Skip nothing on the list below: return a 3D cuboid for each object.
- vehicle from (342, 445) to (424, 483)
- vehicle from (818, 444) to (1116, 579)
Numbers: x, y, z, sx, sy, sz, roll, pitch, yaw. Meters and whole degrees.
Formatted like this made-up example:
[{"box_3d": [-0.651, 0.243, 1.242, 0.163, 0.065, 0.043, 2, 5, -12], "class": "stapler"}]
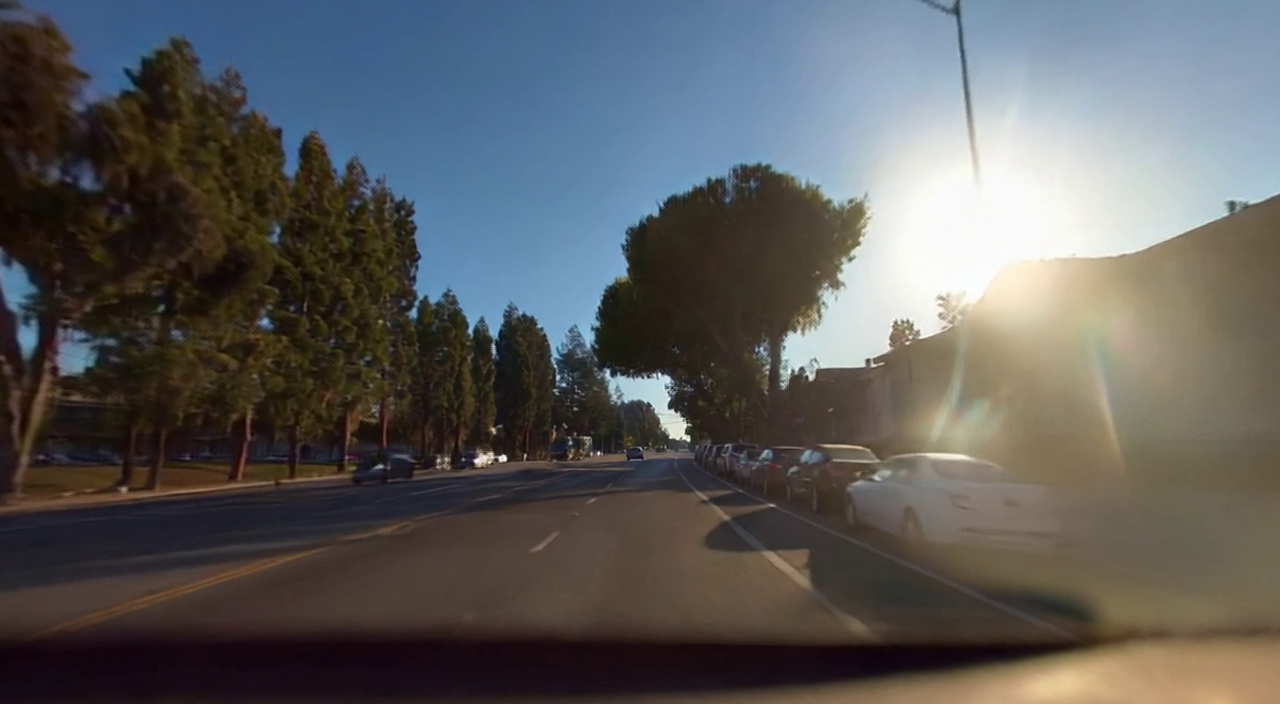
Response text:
[{"box_3d": [-12.817, 5.582, 31.821, 2.045, 1.712, 4.511, -1, -8, 3], "class": "vehicle"}, {"box_3d": [4.174, 2.059, 9.162, 1.833, 1.399, 4.727, 0, -8, 1], "class": "vehicle"}]
